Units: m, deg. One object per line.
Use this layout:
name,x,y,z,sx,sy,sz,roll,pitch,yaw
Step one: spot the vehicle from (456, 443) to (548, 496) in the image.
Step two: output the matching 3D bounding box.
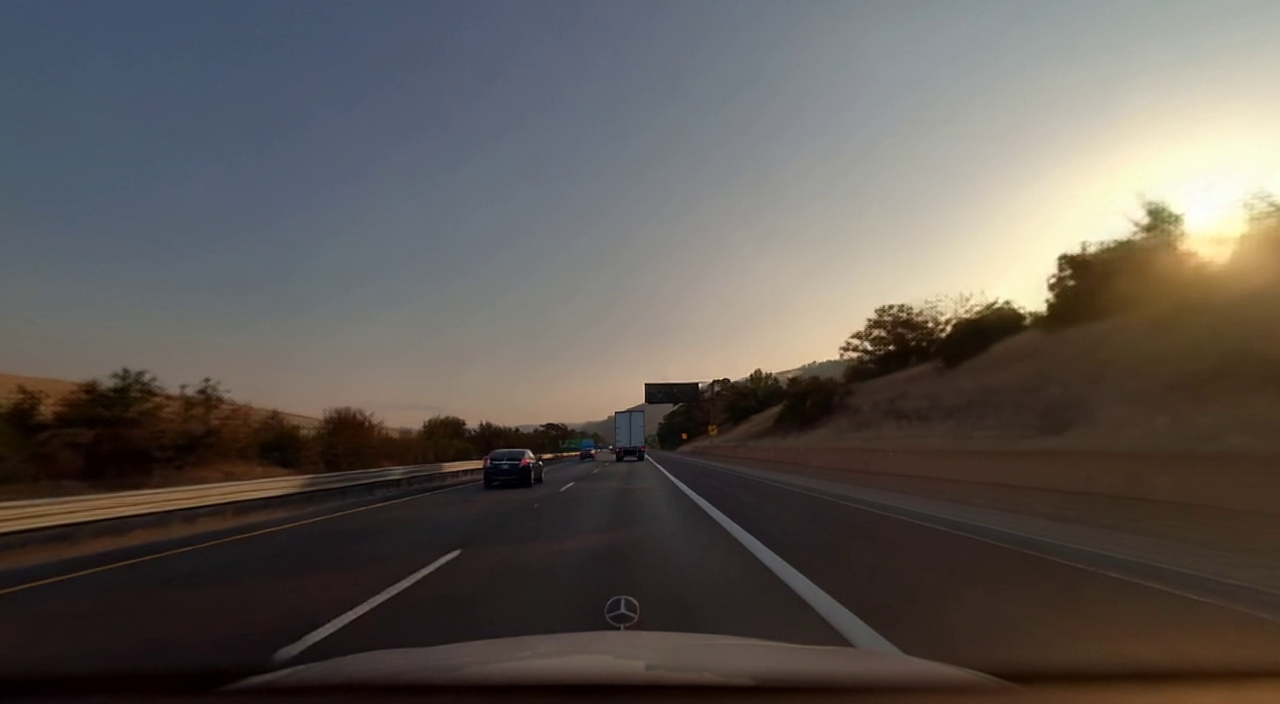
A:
vehicle,-4.271,3.705,20.244,1.978,1.507,4.062,0,-9,0
